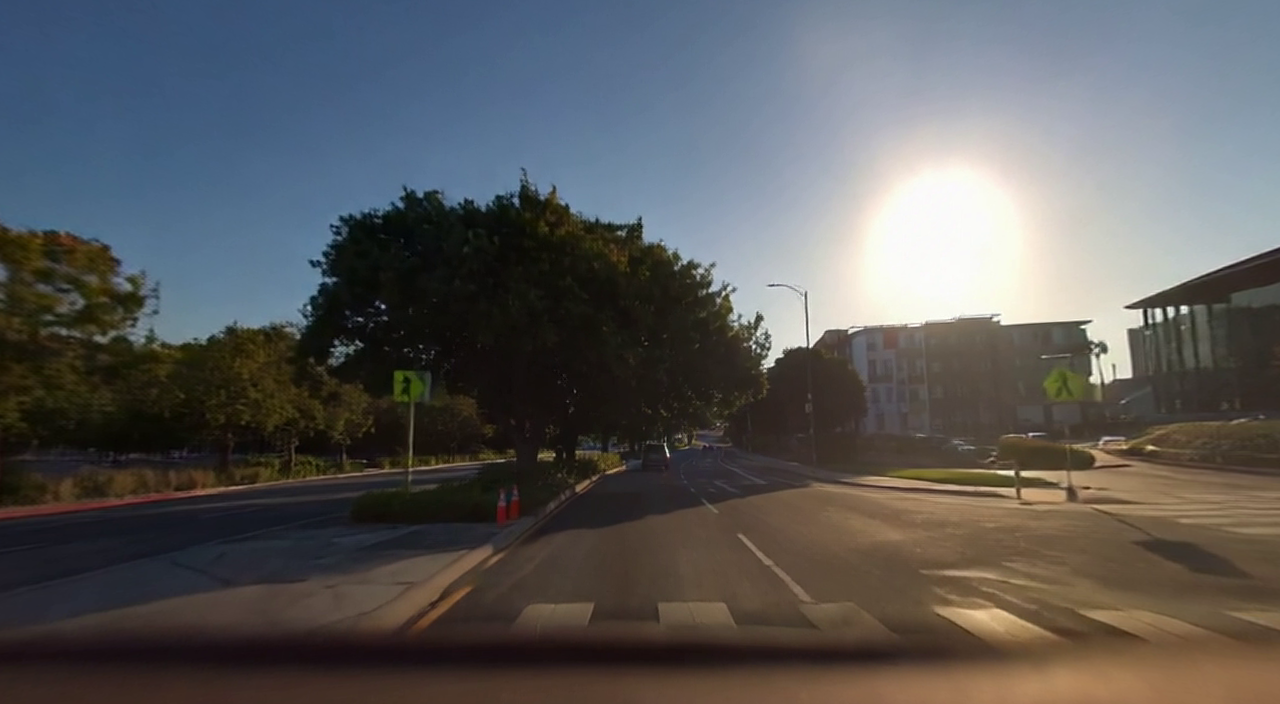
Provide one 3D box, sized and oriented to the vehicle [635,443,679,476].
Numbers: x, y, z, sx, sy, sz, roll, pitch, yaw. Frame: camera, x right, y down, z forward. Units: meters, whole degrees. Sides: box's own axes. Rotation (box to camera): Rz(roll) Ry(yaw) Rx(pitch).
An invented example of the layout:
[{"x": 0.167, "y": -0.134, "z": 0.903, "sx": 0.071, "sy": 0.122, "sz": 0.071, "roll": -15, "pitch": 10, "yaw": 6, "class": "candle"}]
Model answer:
[{"x": 0.916, "y": 5.582, "z": 33.089, "sx": 2.158, "sy": 1.600, "sz": 3.865, "roll": 0, "pitch": -9, "yaw": 2, "class": "vehicle"}]
